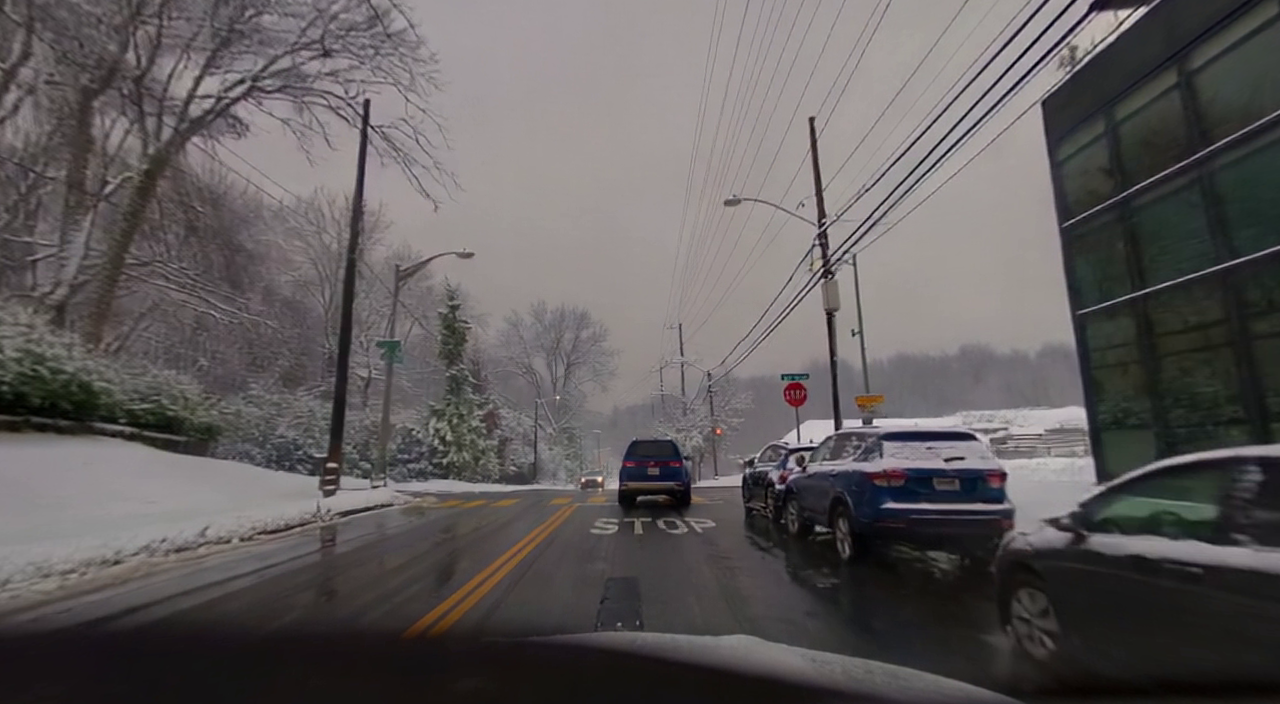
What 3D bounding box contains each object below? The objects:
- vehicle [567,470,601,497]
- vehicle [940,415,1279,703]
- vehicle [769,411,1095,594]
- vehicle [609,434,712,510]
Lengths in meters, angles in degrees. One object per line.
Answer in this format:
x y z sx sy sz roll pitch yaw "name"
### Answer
-3.646 8.633 41.691 1.911 1.563 4.057 0 -8 0 "vehicle"
3.401 1.065 2.980 1.828 1.476 3.984 0 -8 -3 "vehicle"
3.262 1.764 8.330 2.039 1.731 4.428 0 -8 -2 "vehicle"
0.738 3.243 17.644 2.214 1.789 4.872 -2 -9 10 "vehicle"
